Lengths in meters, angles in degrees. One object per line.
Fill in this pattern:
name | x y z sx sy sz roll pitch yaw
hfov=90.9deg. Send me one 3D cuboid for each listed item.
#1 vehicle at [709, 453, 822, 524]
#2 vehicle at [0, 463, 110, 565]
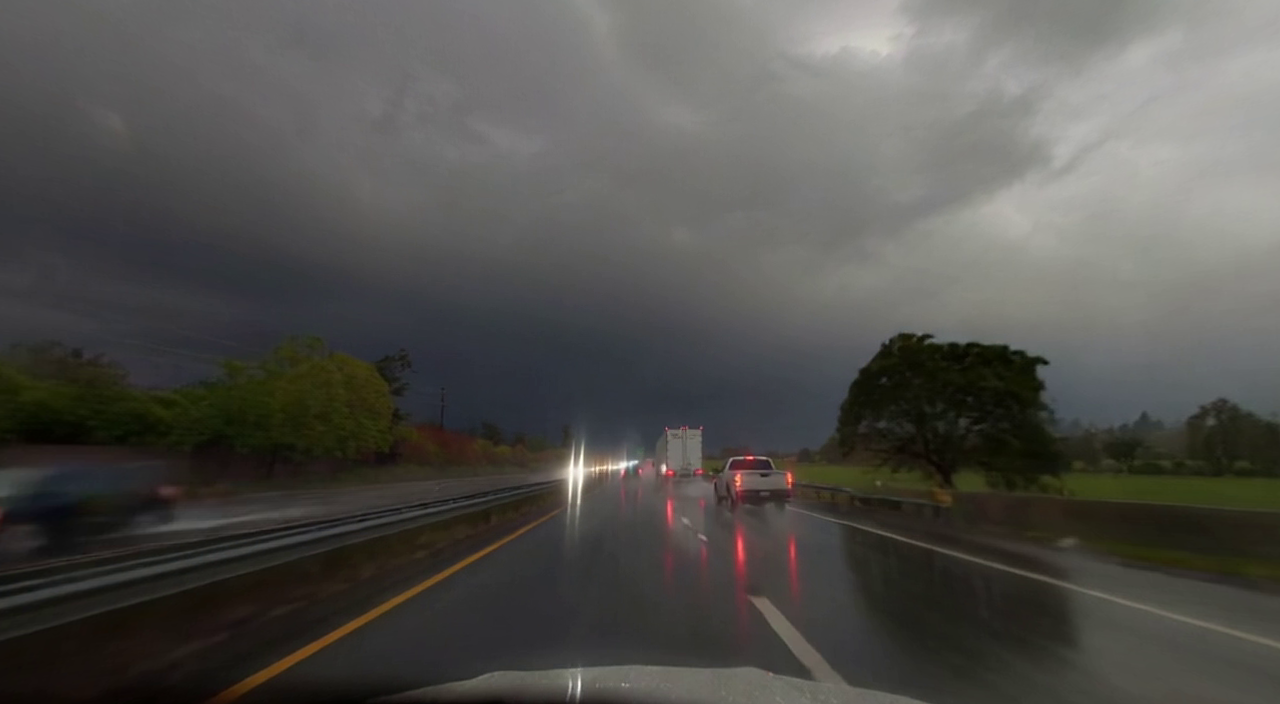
vehicle | 3.297 3.752 17.678 2.124 1.662 4.641 1 -10 -1
vehicle | -10.316 2.306 8.944 2.015 1.457 3.979 1 -10 0
